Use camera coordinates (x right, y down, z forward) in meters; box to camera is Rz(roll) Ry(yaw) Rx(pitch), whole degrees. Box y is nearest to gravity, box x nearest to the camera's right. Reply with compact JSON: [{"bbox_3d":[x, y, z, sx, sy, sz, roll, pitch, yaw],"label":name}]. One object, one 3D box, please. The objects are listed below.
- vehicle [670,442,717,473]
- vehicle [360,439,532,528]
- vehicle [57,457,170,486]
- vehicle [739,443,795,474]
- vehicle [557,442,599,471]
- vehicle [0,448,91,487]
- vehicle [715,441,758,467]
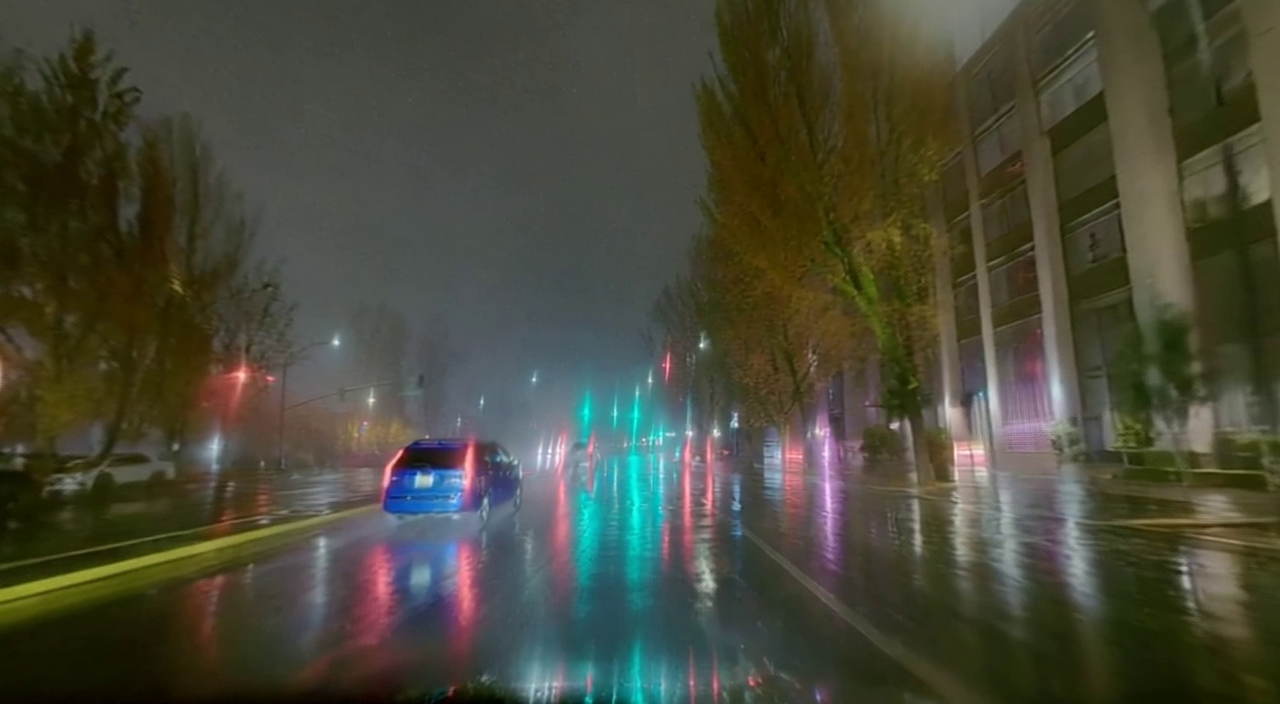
[{"bbox_3d":[2.741,5.566,33.551,1.961,1.482,4.538,0,-9,-2],"label":"vehicle"},{"bbox_3d":[-3.598,2.514,12.718,2.060,1.466,4.387,0,-9,0],"label":"vehicle"},{"bbox_3d":[-29.366,6.683,35.337,4.604,1.498,1.899,0,-9,1],"label":"vehicle"},{"bbox_3d":[6.601,5.544,33.234,1.896,1.479,4.416,0,-8,-2],"label":"vehicle"},{"bbox_3d":[-3.876,6.642,40.462,2.145,1.694,4.642,0,-8,1],"label":"vehicle"},{"bbox_3d":[-29.393,5.441,29.733,4.987,1.709,2.267,-1,-9,2],"label":"vehicle"},{"bbox_3d":[6.373,6.802,42.143,1.983,1.618,4.108,0,-9,-3],"label":"vehicle"}]
